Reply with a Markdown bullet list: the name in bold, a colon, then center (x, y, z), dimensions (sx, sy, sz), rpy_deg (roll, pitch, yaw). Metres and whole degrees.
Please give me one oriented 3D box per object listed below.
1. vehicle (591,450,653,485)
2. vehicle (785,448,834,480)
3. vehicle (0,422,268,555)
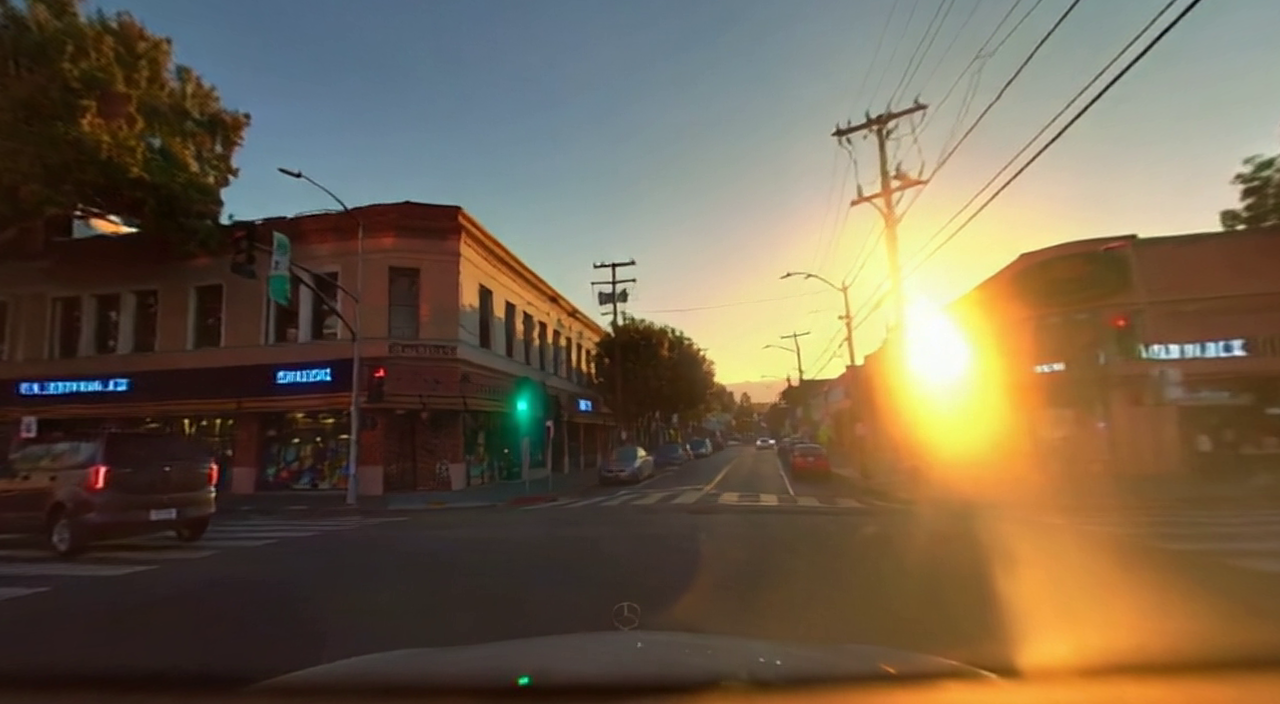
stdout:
- **vehicle**: center (-0.836, 5.895, 32.474), dimensions (2.179, 1.596, 4.286), rpy_deg (-2, -8, 12)
- **vehicle**: center (8.689, 5.742, 32.669), dimensions (2.062, 1.526, 3.989), rpy_deg (-2, -8, 10)
- **vehicle**: center (-9.308, 2.268, 11.243), dimensions (4.611, 1.882, 2.440), rpy_deg (-5, -9, 27)
